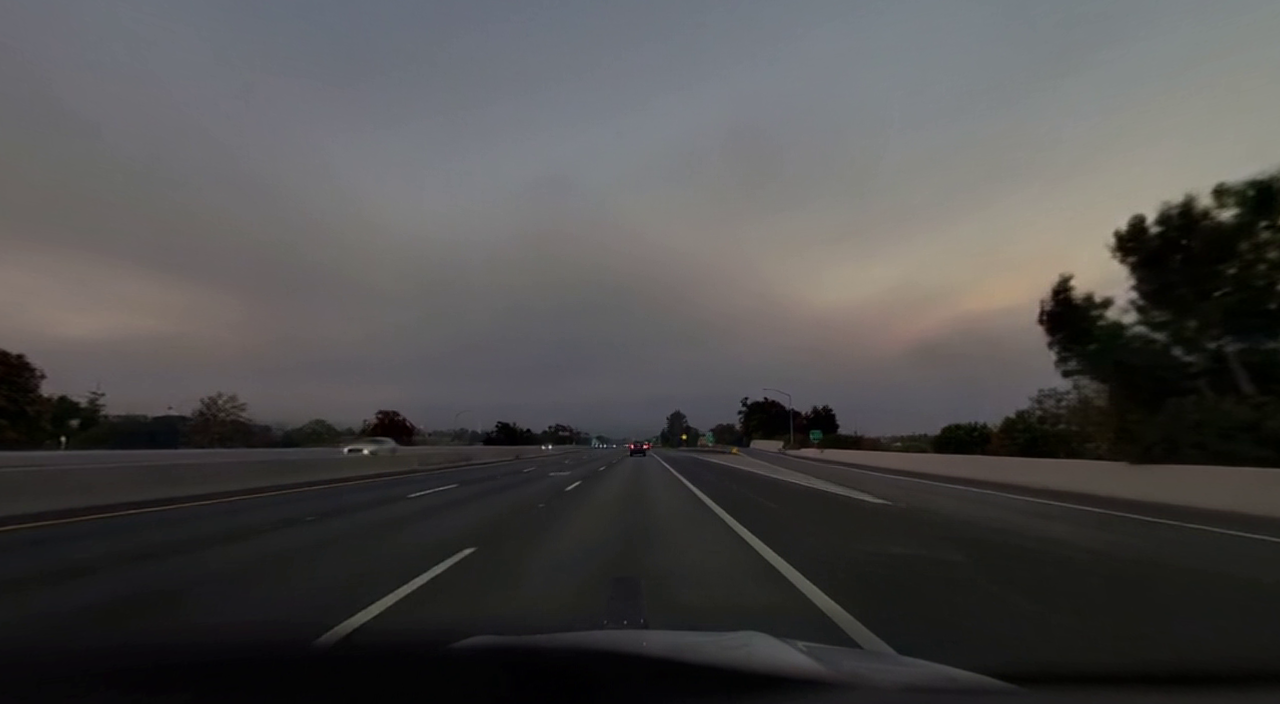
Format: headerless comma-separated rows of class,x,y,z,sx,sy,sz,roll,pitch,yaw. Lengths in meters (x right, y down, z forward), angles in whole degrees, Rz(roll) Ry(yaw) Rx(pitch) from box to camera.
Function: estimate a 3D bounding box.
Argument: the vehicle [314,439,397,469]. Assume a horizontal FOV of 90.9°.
vehicle,-17.000,6.138,38.084,2.251,1.664,5.666,0,-9,1
